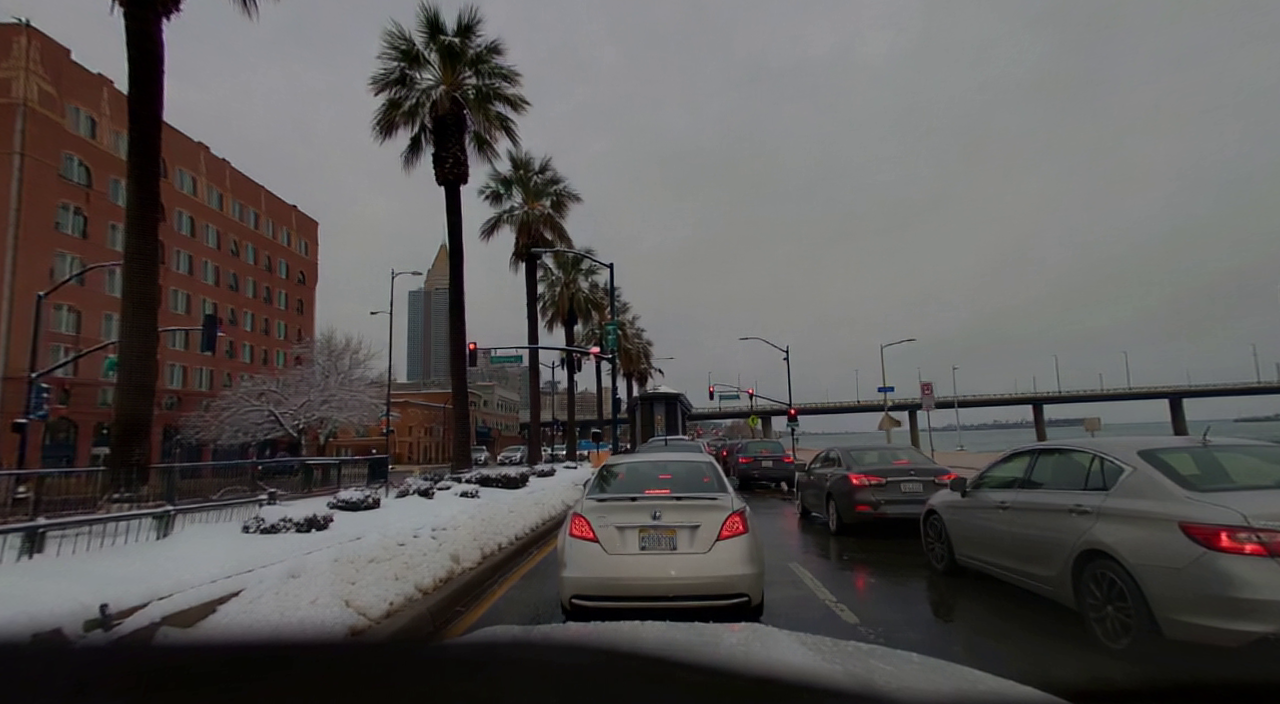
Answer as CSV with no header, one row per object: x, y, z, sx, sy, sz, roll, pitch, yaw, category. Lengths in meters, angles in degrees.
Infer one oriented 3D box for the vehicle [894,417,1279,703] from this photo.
3.915,1.364,5.089,1.913,1.469,4.425,0,-9,0,vehicle

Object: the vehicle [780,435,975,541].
3.888,2.290,11.302,1.920,1.490,4.417,-1,-9,2,vehicle

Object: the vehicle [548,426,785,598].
0.262,1.705,7.499,2.093,1.503,3.681,0,-9,1,vehicle
